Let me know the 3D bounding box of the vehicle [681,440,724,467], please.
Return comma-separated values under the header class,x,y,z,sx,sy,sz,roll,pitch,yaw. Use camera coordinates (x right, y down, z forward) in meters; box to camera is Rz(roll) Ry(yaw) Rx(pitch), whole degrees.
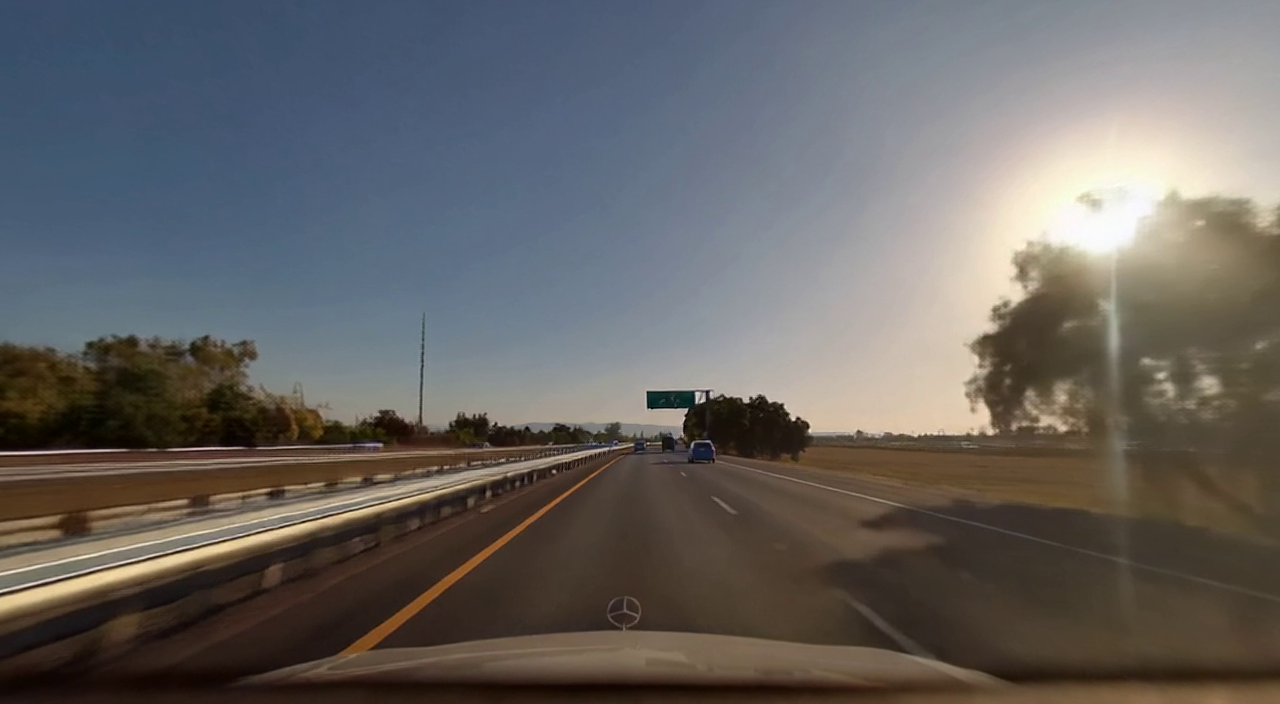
class,x,y,z,sx,sy,sz,roll,pitch,yaw
vehicle,3.698,6.080,37.773,2.044,1.527,4.658,0,-8,-1
